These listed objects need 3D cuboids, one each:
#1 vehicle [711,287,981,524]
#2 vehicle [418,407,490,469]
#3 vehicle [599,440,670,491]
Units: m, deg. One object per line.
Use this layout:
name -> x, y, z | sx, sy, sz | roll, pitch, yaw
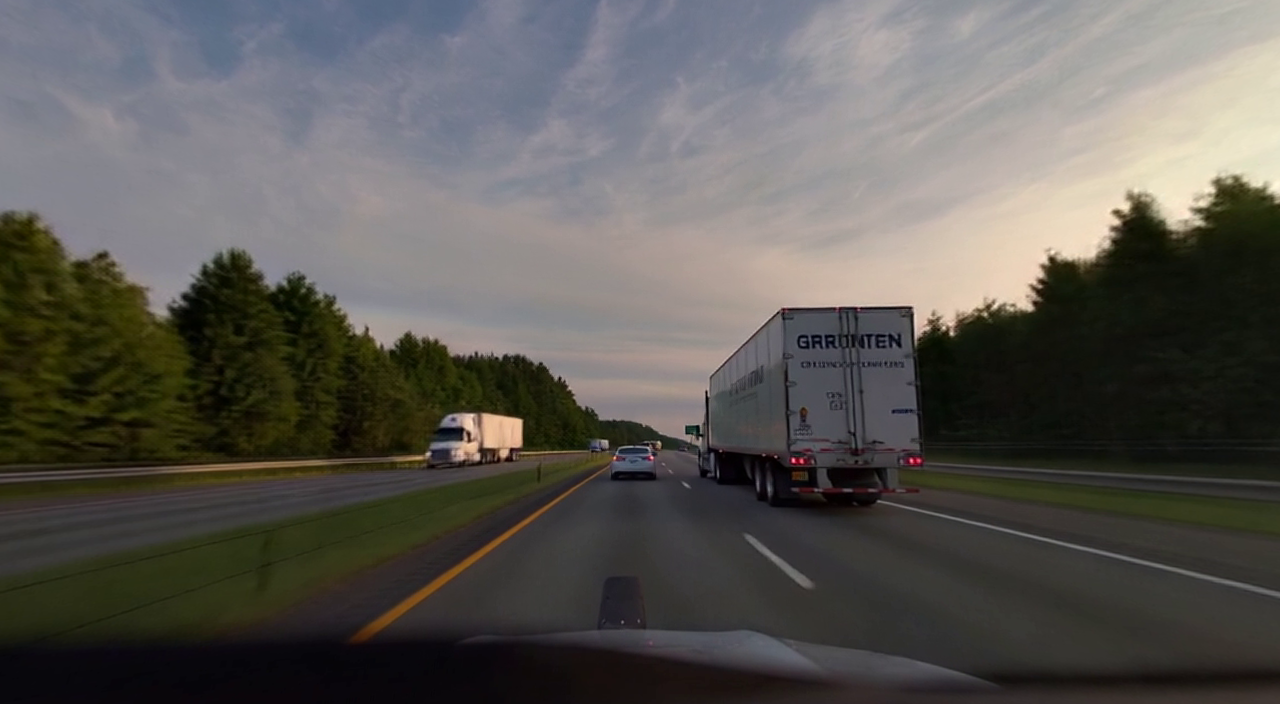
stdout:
vehicle -> 4.288, 1.999, 18.001 | 2.909, 4.074, 14.457 | 0, -9, 0
vehicle -> -12.610, 5.977, 43.396 | 3.028, 3.921, 5.723 | 0, -9, 1
vehicle -> -0.154, 3.609, 20.276 | 2.074, 1.475, 3.960 | 0, -9, 0
